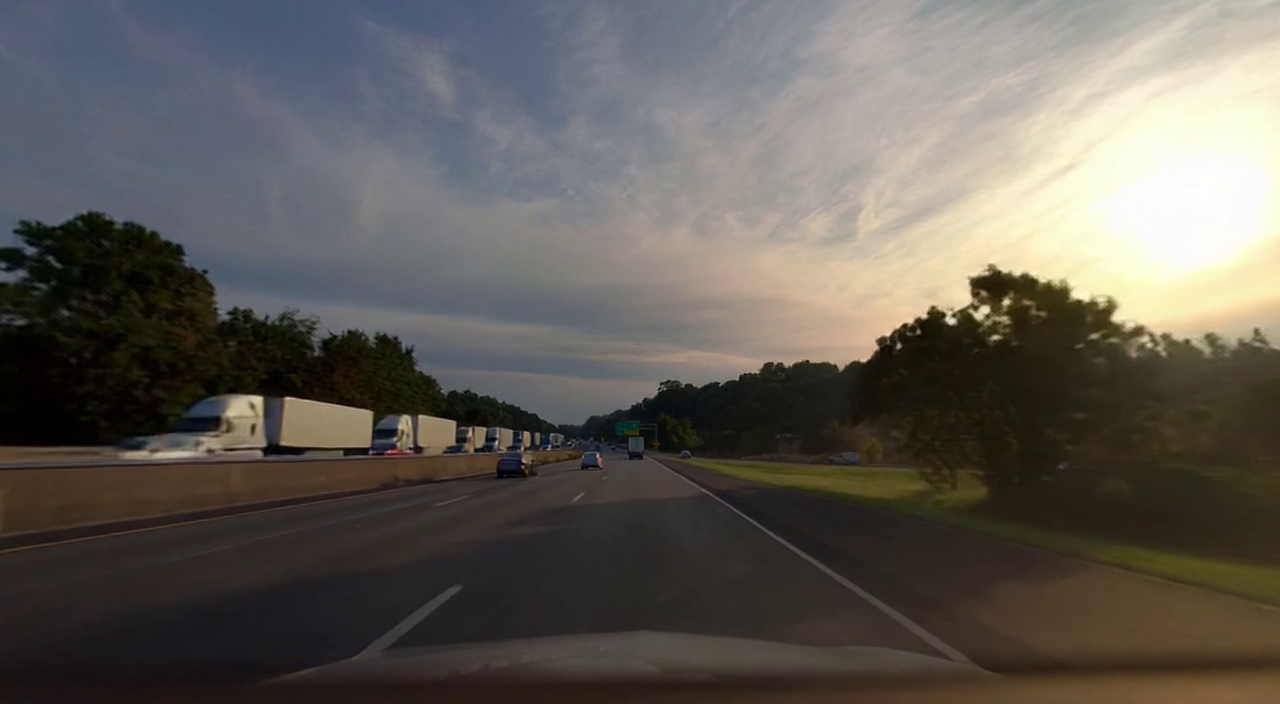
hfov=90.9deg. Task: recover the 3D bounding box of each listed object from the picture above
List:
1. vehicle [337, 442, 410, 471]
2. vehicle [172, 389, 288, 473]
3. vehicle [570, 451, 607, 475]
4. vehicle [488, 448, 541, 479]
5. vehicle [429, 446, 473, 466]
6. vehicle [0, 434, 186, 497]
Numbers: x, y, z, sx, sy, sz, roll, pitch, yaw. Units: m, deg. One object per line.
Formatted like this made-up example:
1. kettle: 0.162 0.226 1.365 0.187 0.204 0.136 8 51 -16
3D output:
1. vehicle: -14.137 5.551 33.713 1.956 1.433 4.339 0 -9 0
2. vehicle: -18.982 3.729 29.426 2.954 3.700 3.302 0 -9 0
3. vehicle: -3.370 7.357 41.983 2.076 1.453 4.094 0 -9 1
4. vehicle: -7.321 6.551 37.395 2.122 1.685 4.714 0 -9 1
5. vehicle: -14.503 7.976 48.525 2.014 1.444 4.352 0 -9 0
6. vehicle: -14.577 2.943 16.626 1.888 1.426 4.428 0 -9 0
